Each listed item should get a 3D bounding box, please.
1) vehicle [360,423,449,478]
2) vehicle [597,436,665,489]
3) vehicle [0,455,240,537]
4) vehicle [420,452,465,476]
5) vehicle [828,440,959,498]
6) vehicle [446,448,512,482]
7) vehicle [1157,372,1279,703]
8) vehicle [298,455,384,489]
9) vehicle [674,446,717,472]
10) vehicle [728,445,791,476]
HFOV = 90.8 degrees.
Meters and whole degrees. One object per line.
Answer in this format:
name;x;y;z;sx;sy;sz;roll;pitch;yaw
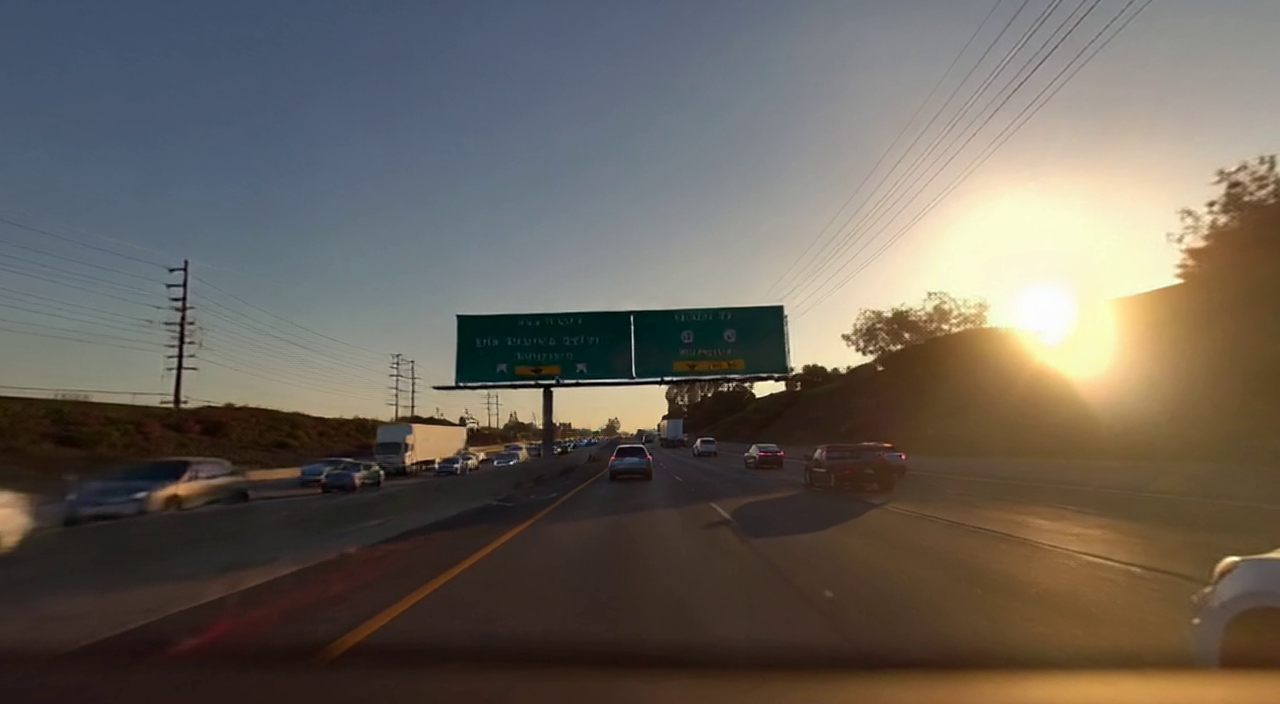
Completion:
vehicle;-18.292;7.753;49.937;3.068;3.921;9.552;0;-9;1
vehicle;-0.337;4.120;23.915;2.298;1.809;4.359;0;-8;-1
vehicle;-11.439;3.088;14.216;1.876;1.462;4.584;0;-9;0
vehicle;-14.740;8.382;47.425;1.952;1.650;4.414;0;-9;0
vehicle;7.188;3.333;18.467;1.958;1.473;4.201;0;-9;-2
vehicle;-8.241;5.808;32.841;2.069;1.613;4.660;0;-9;2
vehicle;3.314;0.635;0.852;1.967;1.547;3.777;0;-9;0
vehicle;-14.830;5.962;31.654;1.924;1.472;4.767;0;-9;1
vehicle;3.288;6.449;38.424;2.115;1.481;3.968;0;-9;-2
vehicle;6.010;5.489;32.285;1.934;1.461;4.368;1;-9;-6
